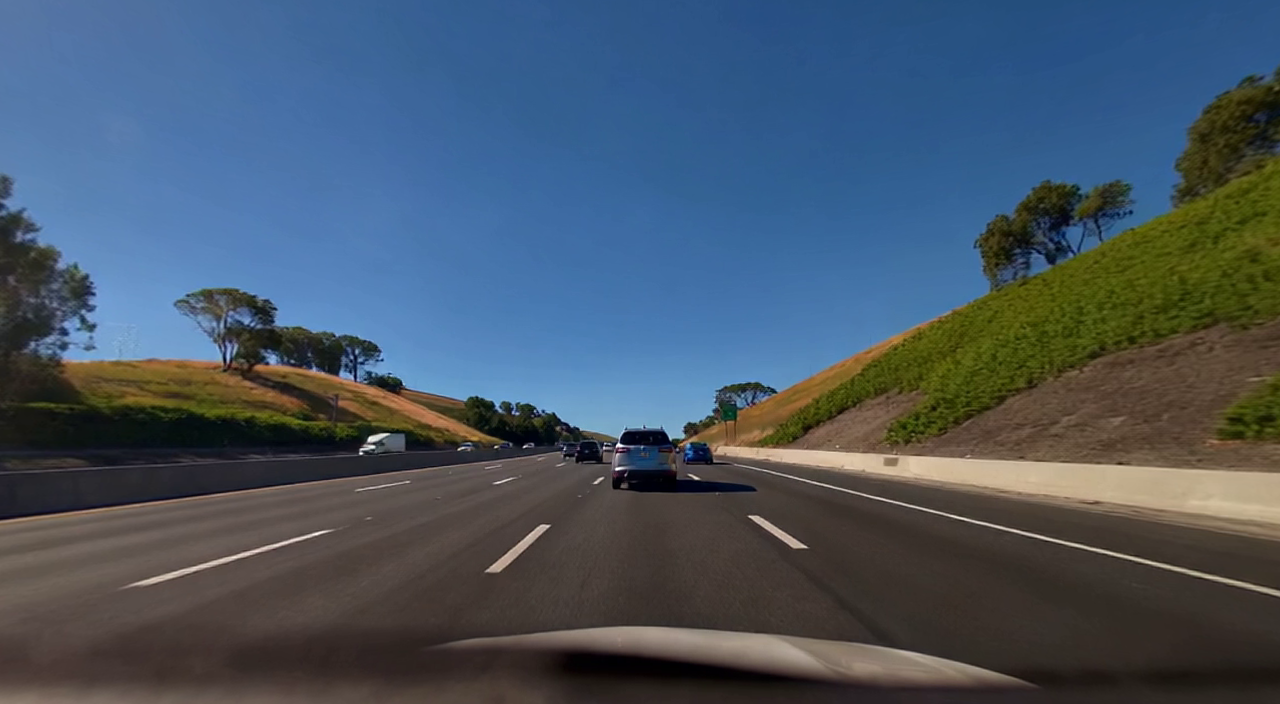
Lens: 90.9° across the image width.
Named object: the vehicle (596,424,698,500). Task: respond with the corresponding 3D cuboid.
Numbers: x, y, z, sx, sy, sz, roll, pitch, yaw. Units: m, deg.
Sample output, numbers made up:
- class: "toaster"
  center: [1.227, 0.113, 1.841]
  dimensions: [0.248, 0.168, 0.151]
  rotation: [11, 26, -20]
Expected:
- class: "vehicle"
  center: [0.166, 2.969, 17.356]
  dimensions: [2.447, 1.804, 4.273]
  rotation: [0, -9, 0]
